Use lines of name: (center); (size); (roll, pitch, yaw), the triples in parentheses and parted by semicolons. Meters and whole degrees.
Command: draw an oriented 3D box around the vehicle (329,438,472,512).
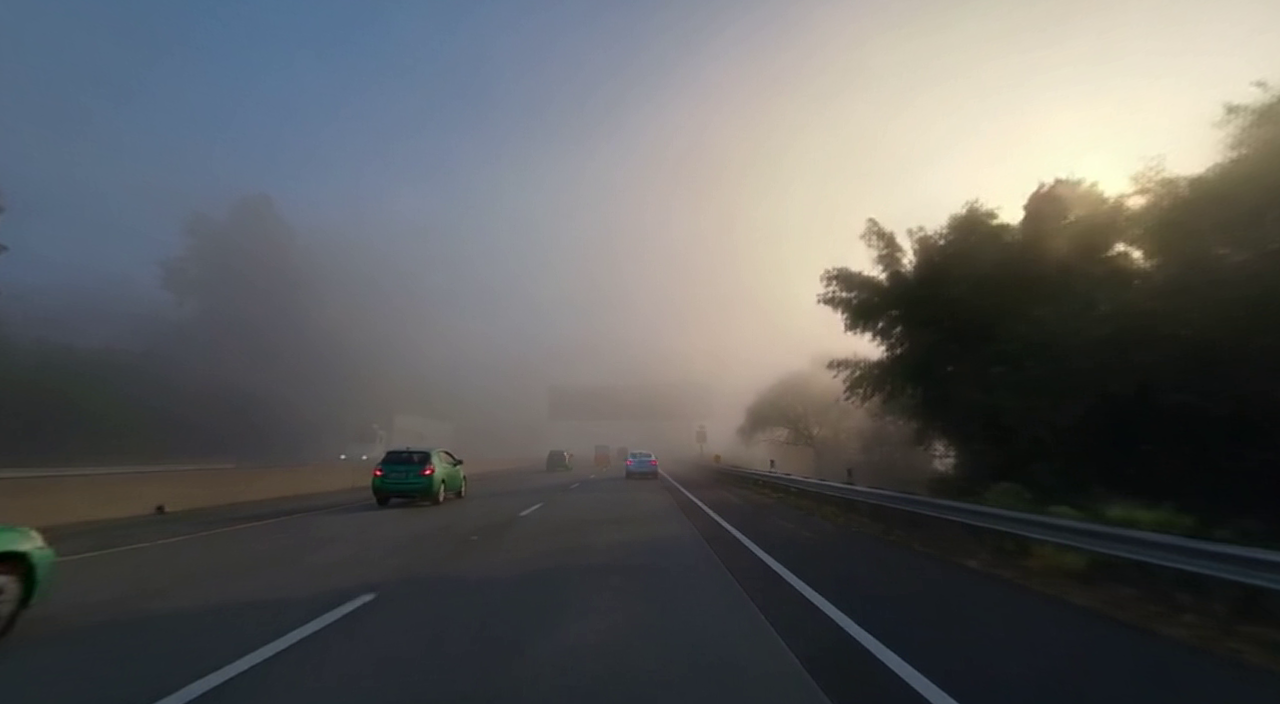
vehicle: (-5.973, 3.107, 16.320); (2.058, 1.626, 4.118); (0, -9, 0)

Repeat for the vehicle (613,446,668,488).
vehicle: (0.000, 4.389, 24.224); (1.940, 1.451, 3.512); (0, -9, -1)

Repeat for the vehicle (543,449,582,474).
vehicle: (-4.846, 6.915, 39.935); (1.892, 1.481, 4.180); (0, -9, 1)
